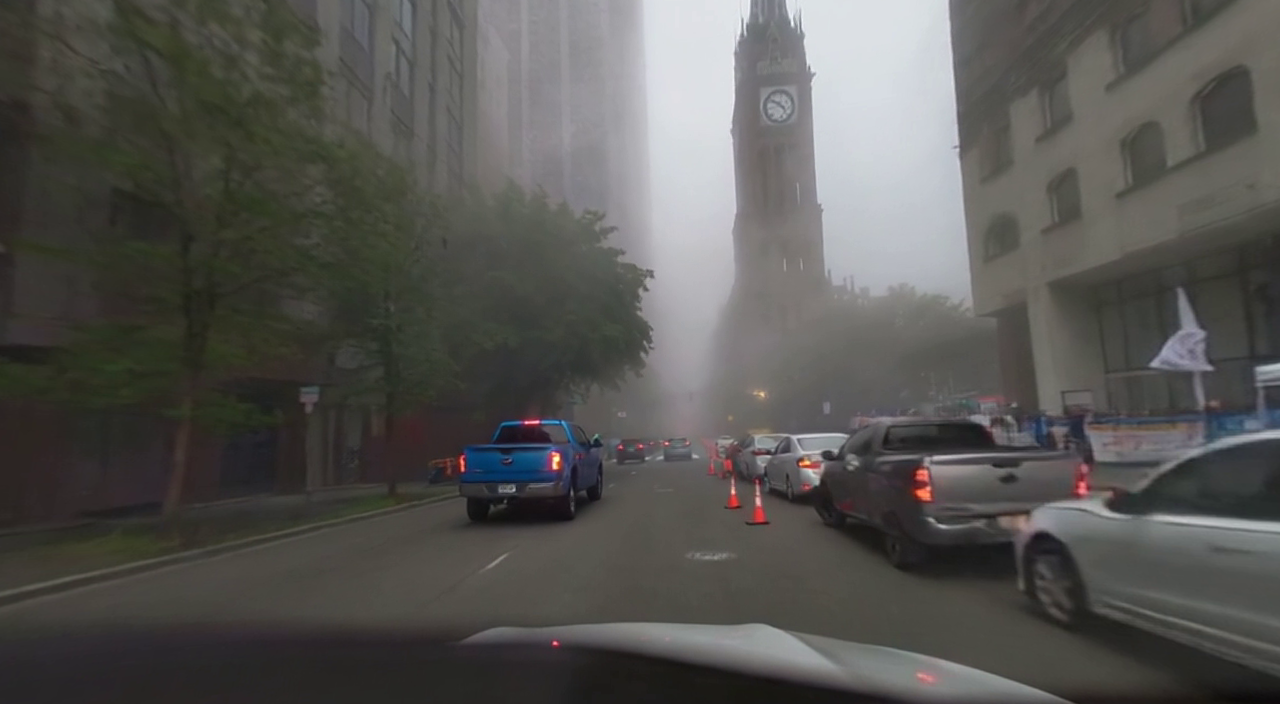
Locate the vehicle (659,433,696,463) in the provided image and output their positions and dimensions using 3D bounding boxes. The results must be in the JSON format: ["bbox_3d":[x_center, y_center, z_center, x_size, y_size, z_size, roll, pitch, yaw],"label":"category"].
[{"bbox_3d":[2.410,6.177,40.737,2.183,1.784,4.317,-1,-8,3],"label":"vehicle"}]

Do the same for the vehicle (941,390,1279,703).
[{"bbox_3d":[3.740,0.968,3.030,2.212,1.493,4.795,0,-8,0],"label":"vehicle"}]

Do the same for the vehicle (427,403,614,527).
[{"bbox_3d":[-2.032,2.215,12.939,2.452,1.954,5.653,-1,-8,3],"label":"vehicle"}]
